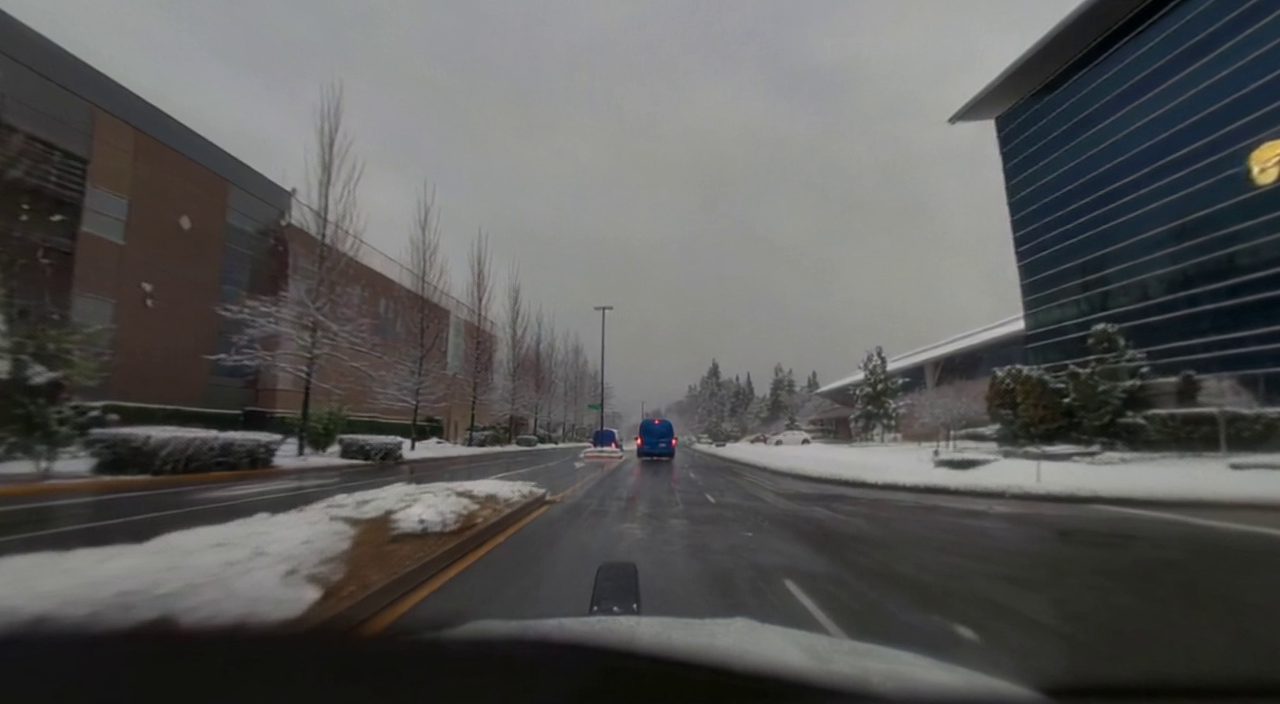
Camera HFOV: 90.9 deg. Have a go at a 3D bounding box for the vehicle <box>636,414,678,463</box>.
[{"bbox_3d":[1.097,5.390,39.560,2.435,2.816,5.232,0,-7,2],"label":"vehicle"}]
